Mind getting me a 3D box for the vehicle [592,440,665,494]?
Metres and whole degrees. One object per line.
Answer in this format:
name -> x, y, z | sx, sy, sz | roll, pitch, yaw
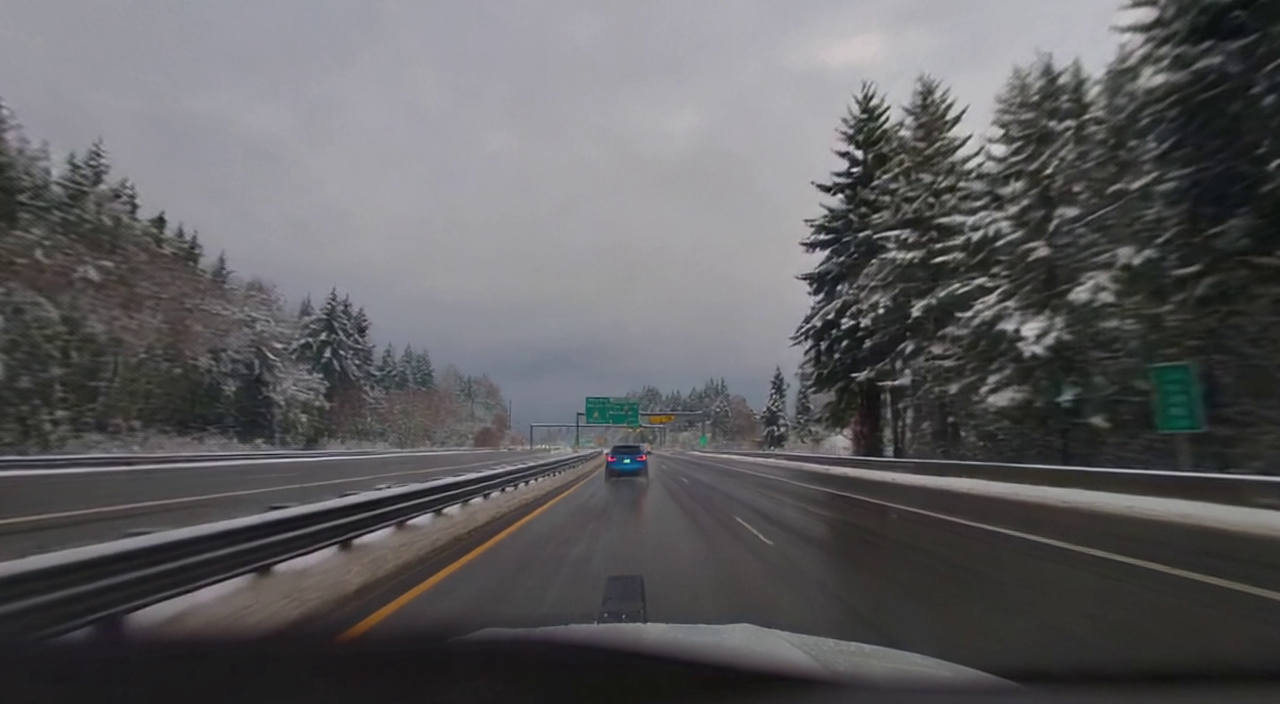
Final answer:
vehicle -> -0.343, 3.573, 19.970 | 2.069, 1.523, 4.012 | 0, -9, 0
